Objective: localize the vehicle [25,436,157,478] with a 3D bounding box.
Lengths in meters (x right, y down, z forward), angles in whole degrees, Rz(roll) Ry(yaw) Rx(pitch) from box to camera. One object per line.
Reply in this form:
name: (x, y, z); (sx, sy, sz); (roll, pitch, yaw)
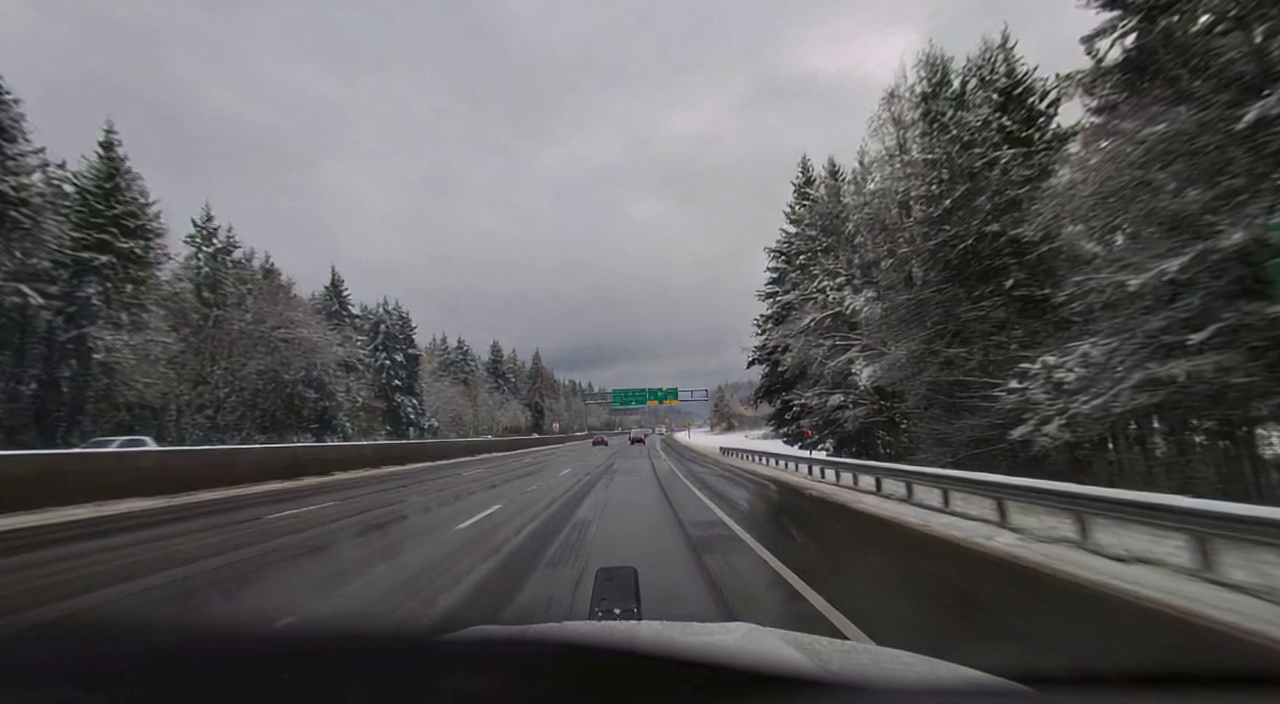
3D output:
vehicle: (-24.189, 4.595, 28.012); (1.903, 1.705, 4.316); (0, -8, 1)
